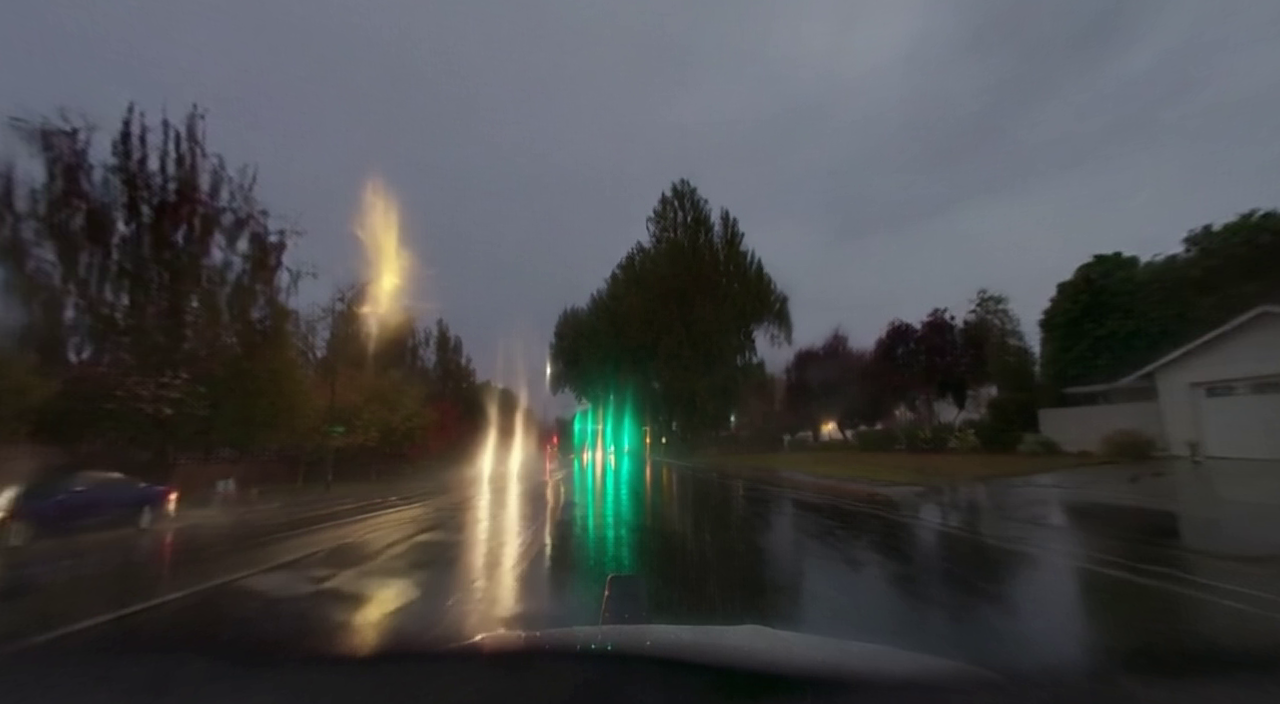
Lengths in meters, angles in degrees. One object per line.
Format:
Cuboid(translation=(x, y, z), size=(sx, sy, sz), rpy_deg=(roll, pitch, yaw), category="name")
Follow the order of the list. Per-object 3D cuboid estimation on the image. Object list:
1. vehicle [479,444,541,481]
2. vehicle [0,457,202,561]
Cuboid(translation=(-6.045, 5.161, 29.836), size=(1.951, 1.612, 4.269), rpy_deg=(0, -8, 1), category="vehicle")
Cuboid(translation=(-11.969, 3.056, 12.856), size=(2.066, 1.681, 5.292), rpy_deg=(-1, -8, 3), category="vehicle")
